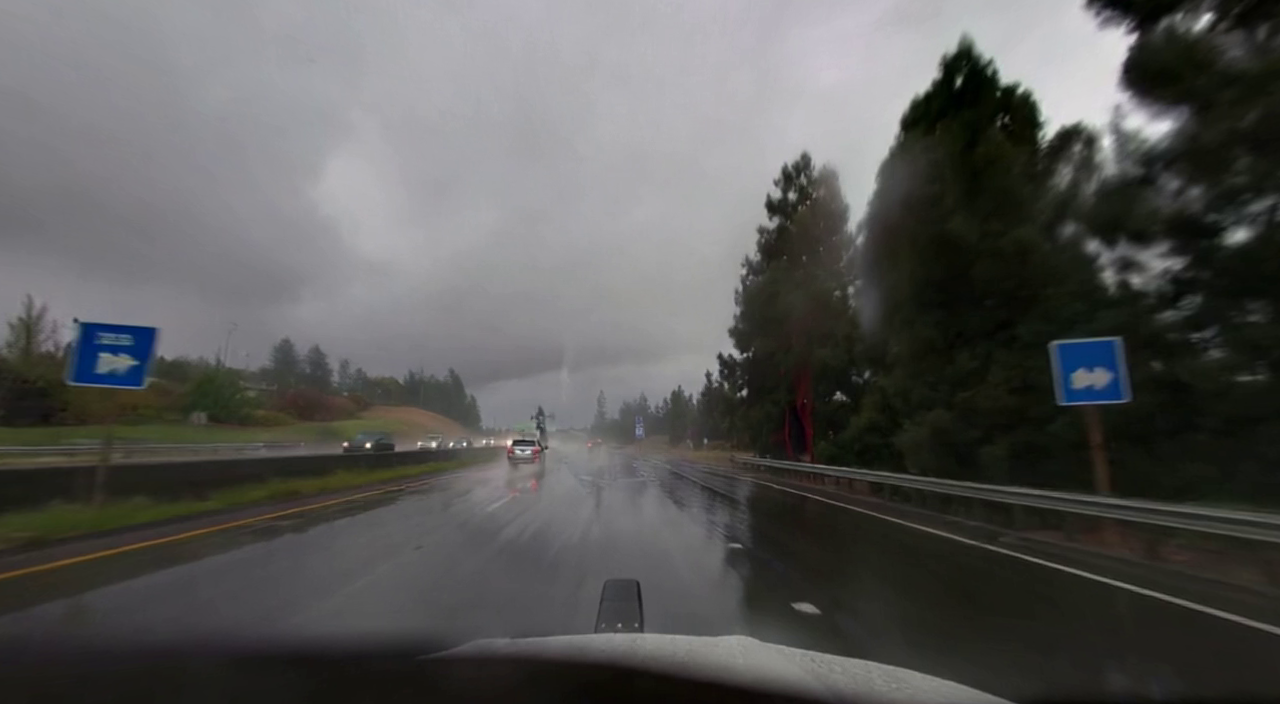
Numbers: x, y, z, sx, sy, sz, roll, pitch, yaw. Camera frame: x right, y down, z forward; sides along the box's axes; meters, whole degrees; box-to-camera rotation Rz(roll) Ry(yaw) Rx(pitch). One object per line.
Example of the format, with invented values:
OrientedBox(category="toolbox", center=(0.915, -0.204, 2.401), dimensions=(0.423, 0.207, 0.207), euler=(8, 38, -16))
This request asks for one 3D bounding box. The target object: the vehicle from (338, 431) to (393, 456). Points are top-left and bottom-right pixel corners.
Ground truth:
OrientedBox(category="vehicle", center=(-18.486, 6.182, 42.649), dimensions=(2.029, 1.579, 4.139), euler=(0, -8, -3))

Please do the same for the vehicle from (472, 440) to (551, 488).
OrientedBox(category="vehicle", center=(-4.024, 3.557, 20.404), dimensions=(1.874, 1.369, 3.875), euler=(0, -8, -2))
